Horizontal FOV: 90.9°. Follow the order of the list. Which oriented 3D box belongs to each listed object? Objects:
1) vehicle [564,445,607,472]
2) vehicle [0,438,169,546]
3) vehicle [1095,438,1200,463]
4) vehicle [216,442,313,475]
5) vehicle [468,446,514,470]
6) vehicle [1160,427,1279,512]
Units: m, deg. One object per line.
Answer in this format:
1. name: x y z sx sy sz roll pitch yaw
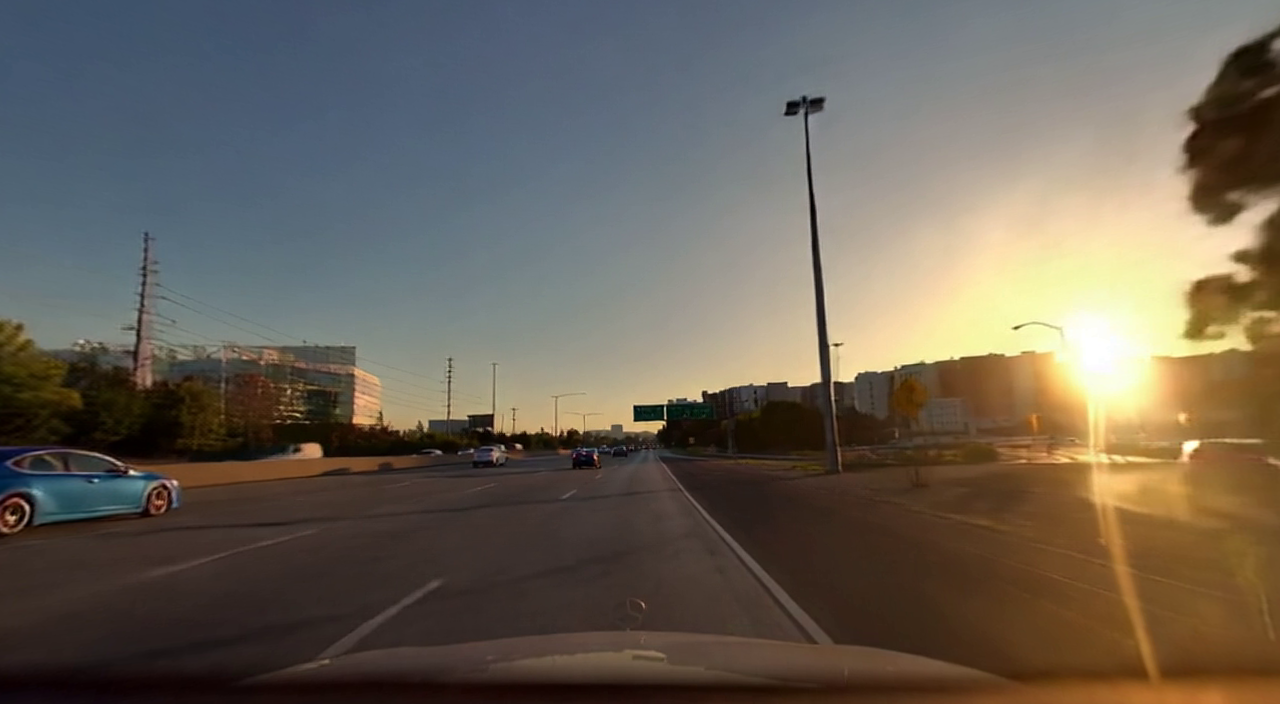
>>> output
1. vehicle: -3.121 6.248 37.089 2.050 1.479 4.342 0 -9 1
2. vehicle: -10.191 2.116 9.747 2.002 1.526 4.822 0 -9 1
3. vehicle: 32.992 6.453 41.186 4.798 1.545 2.042 -3 -9 18
4. vehicle: -22.412 6.395 38.038 2.197 1.815 5.802 0 -9 1
5. vehicle: -9.809 7.012 41.794 1.930 1.490 3.955 0 -9 1
6. vehicle: 14.985 2.833 15.630 2.127 1.815 4.777 -4 -10 27
